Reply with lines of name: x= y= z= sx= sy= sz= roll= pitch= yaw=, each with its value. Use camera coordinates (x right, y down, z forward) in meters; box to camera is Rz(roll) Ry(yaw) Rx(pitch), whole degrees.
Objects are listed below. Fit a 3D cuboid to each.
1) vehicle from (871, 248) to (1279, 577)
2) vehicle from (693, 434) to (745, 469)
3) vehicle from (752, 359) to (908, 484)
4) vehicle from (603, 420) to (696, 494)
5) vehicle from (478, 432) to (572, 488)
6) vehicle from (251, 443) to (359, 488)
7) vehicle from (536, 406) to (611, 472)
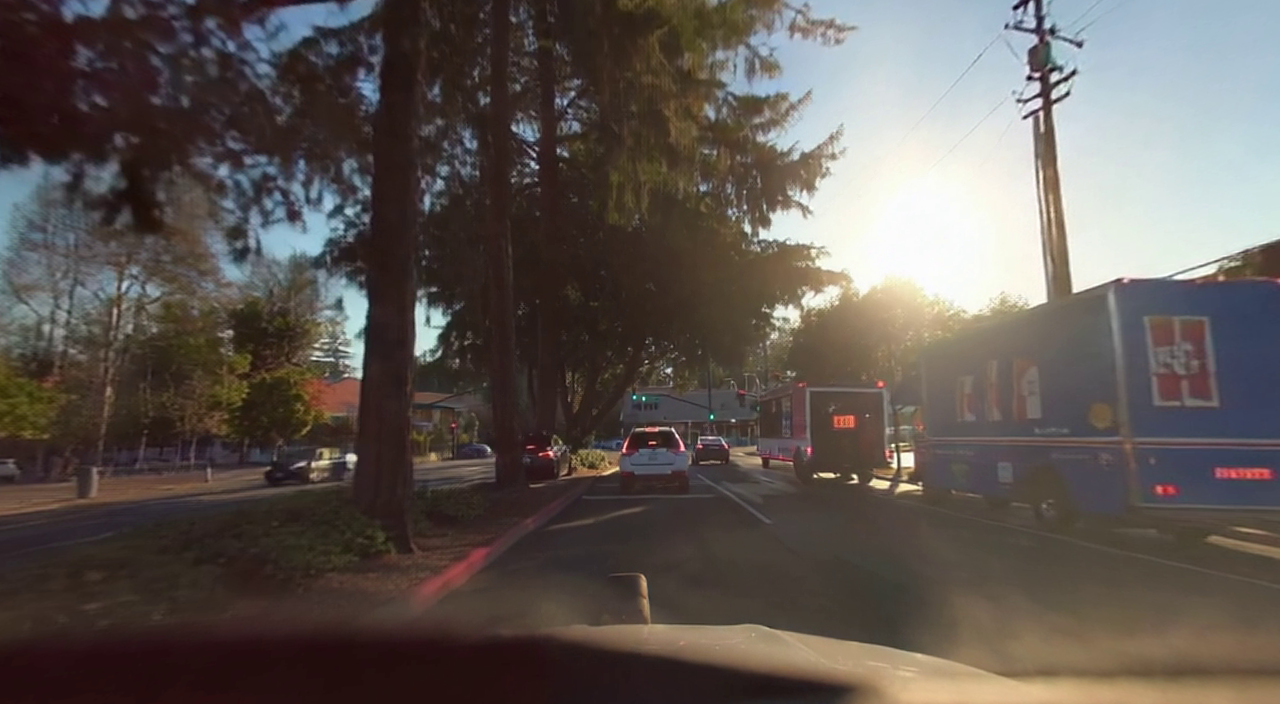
vehicle: x=6.737 y=1.114 z=10.371 sx=2.891 sy=3.361 sz=7.843 roll=-1 pitch=-8 yaw=0
vehicle: x=3.767 y=4.791 z=30.690 sx=2.075 sy=1.540 sz=4.411 roll=-1 pitch=-8 yaw=2
vehicle: x=6.937 y=2.954 z=25.208 sx=2.816 sy=3.804 sz=10.315 roll=-3 pitch=-9 yaw=0
vehicle: x=0.257 y=2.785 z=17.059 sx=2.209 sy=1.718 sz=4.008 roll=-1 pitch=-8 yaw=1
vehicle: x=-3.390 y=3.280 z=19.524 sx=2.008 sy=1.500 sz=4.369 roll=-1 pitch=-8 yaw=1
vehicle: x=-13.331 y=4.486 z=25.469 sx=1.928 sy=1.497 sz=4.446 roll=-1 pitch=-7 yaw=0
vehicle: x=-3.017 y=4.232 z=30.577 sx=2.715 sy=2.791 sz=7.171 roll=-1 pitch=-8 yaw=1
